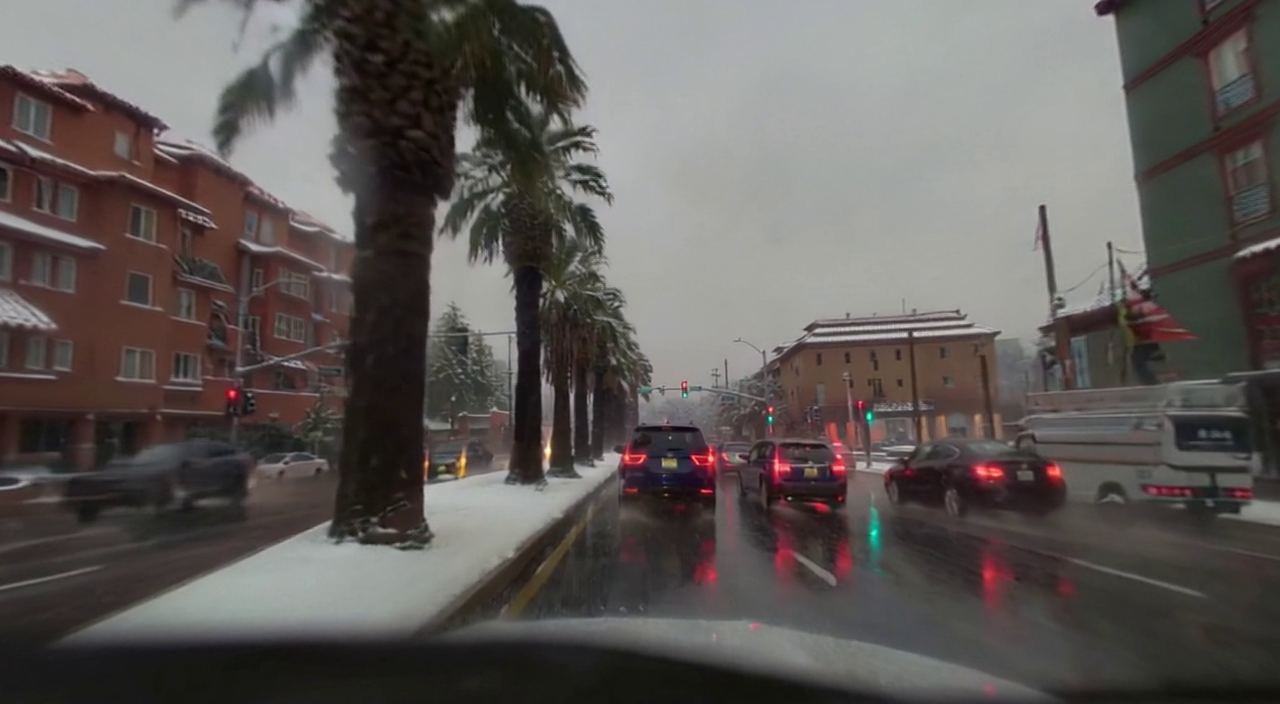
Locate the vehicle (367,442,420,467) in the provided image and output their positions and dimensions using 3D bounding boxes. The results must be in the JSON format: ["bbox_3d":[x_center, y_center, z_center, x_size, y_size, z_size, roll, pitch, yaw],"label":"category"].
[{"bbox_3d":[-17.990,7.498,46.336,1.965,1.747,4.461,-1,-9,2],"label":"vehicle"}]

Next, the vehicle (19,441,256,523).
[{"bbox_3d":[-11.872,3.056,15.435,2.134,1.699,4.342,0,-9,1],"label":"vehicle"}]

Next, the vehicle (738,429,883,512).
[{"bbox_3d":[4.029,2.910,15.959,2.283,1.738,4.916,0,-9,0],"label":"vehicle"}]

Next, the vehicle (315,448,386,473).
[{"bbox_3d":[-18.440,6.932,40.465,2.070,1.499,4.851,-1,-9,3],"label":"vehicle"}]

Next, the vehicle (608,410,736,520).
[{"bbox_3d":[0.649,2.614,15.058,2.487,2.115,5.444,0,-9,1],"label":"vehicle"}]

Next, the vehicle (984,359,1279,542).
[{"bbox_3d":[10.429,1.903,13.644,2.663,3.061,5.602,-2,-5,-1],"label":"vehicle"}]

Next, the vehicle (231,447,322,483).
[{"bbox_3d":[-18.721,5.809,32.774,1.972,1.694,4.466,0,-9,1],"label":"vehicle"}]

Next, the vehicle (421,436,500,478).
[{"bbox_3d":[-8.003,4.740,28.603,2.050,1.725,4.677,-1,-9,2],"label":"vehicle"}]

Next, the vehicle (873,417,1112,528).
[{"bbox_3d":[7.313,2.566,14.018,2.215,1.973,5.323,0,-9,0],"label":"vehicle"}]
